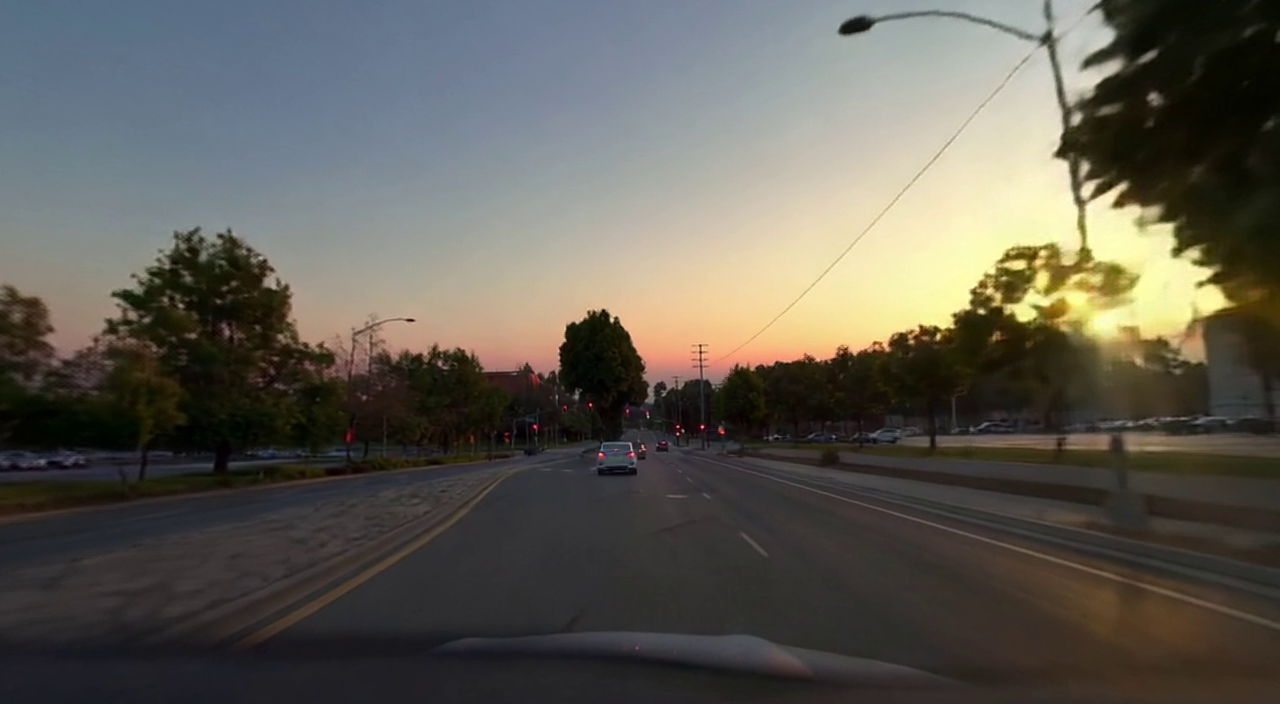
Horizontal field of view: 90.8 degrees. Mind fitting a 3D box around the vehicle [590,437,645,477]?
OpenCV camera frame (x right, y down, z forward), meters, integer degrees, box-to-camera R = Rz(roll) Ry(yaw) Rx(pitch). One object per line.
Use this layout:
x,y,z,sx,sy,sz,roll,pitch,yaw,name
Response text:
-0.868,4.254,25.792,2.075,1.470,3.962,0,-8,0,vehicle
